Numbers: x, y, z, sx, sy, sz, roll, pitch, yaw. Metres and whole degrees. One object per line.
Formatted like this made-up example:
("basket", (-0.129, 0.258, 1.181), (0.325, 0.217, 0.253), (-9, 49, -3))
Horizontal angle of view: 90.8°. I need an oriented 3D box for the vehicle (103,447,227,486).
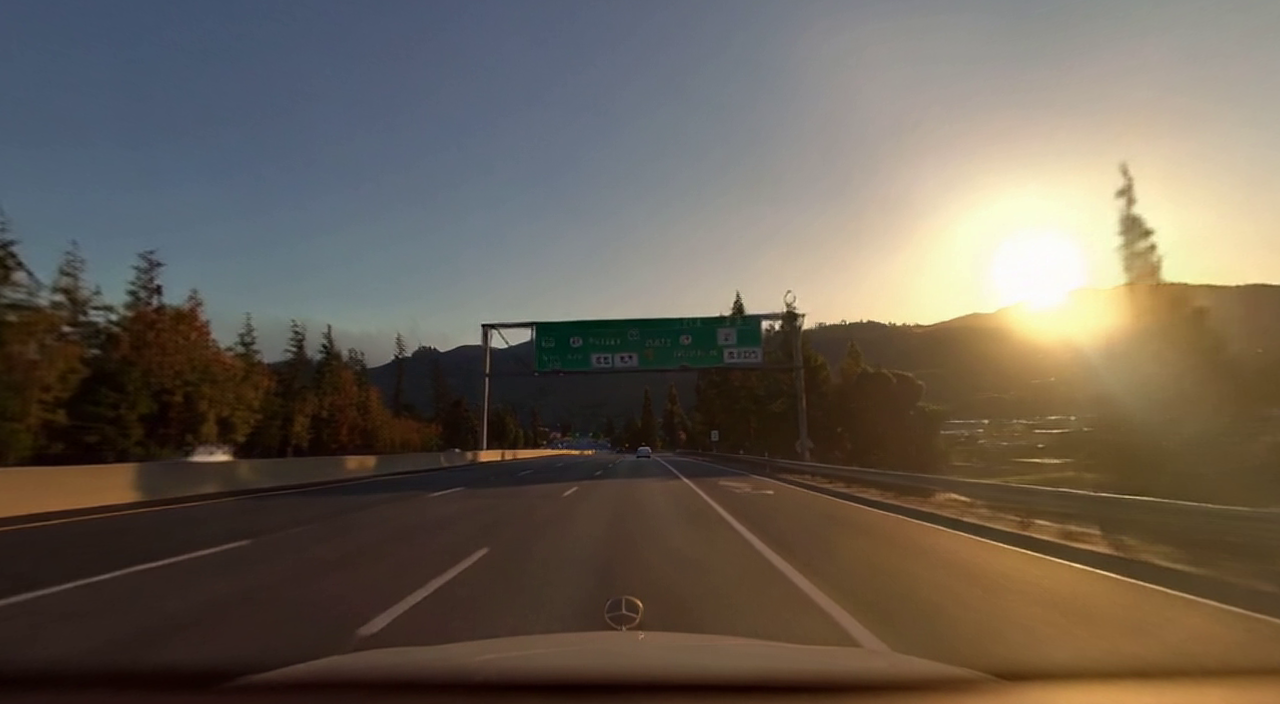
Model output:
("vehicle", (-21.119, 5.077, 28.394), (1.887, 1.569, 4.664), (0, -9, 1))
